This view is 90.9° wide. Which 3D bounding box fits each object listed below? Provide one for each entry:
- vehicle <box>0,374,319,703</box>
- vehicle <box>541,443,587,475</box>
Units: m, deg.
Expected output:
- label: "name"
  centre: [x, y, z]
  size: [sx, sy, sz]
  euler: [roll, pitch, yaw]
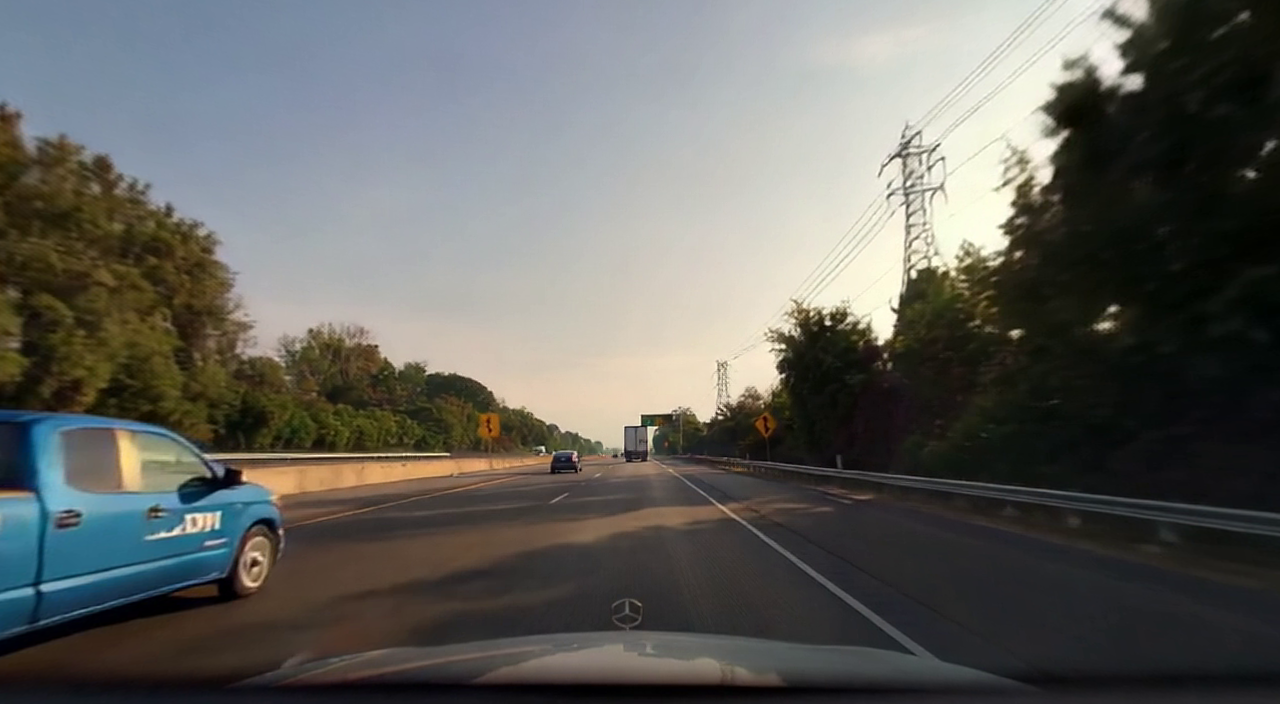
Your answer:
- label: "vehicle"
  centre: [-3.931, 0.988, 3.085]
  size: [2.049, 1.697, 4.998]
  euler: [0, -9, 0]
- label: "vehicle"
  centre: [-4.339, 6.149, 36.432]
  size: [2.111, 1.735, 4.066]
  euler: [0, -9, 0]
